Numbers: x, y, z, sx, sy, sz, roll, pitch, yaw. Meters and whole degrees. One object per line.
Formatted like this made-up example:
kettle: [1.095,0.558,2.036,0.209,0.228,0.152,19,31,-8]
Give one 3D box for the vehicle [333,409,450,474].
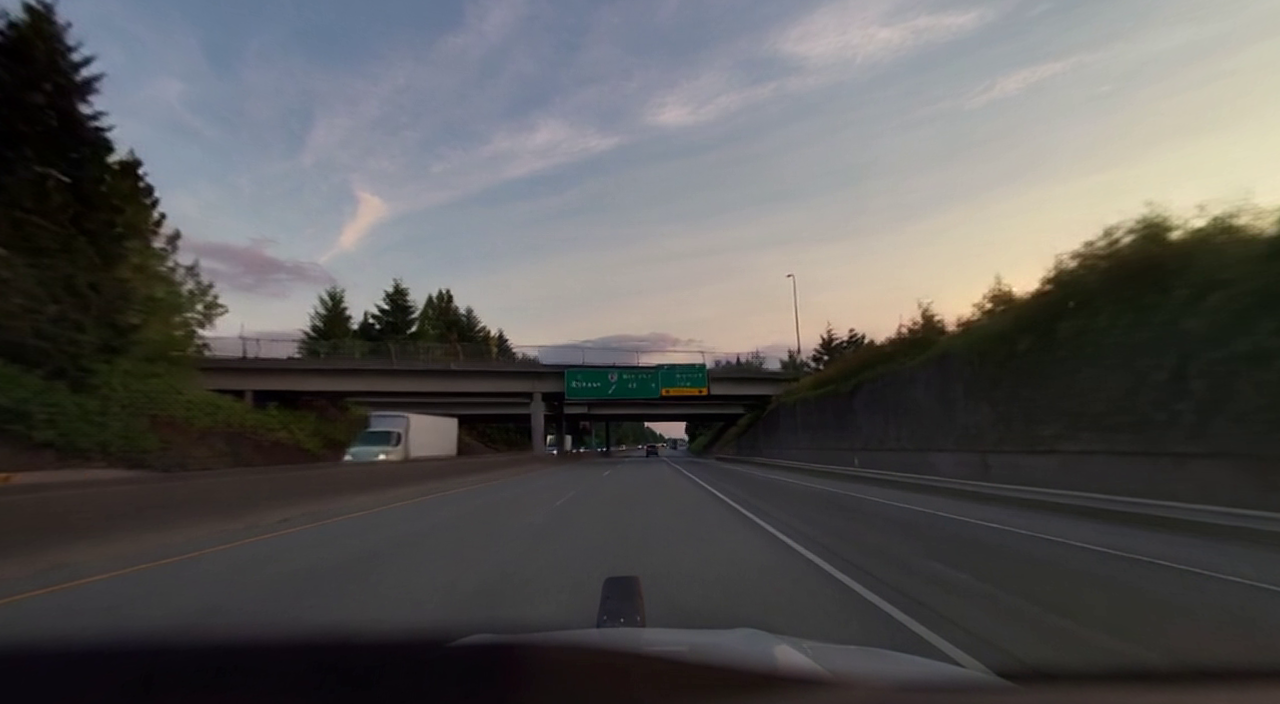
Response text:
vehicle: [-16.465,6.175,43.173,2.895,3.804,11.880,0,-9,1]
